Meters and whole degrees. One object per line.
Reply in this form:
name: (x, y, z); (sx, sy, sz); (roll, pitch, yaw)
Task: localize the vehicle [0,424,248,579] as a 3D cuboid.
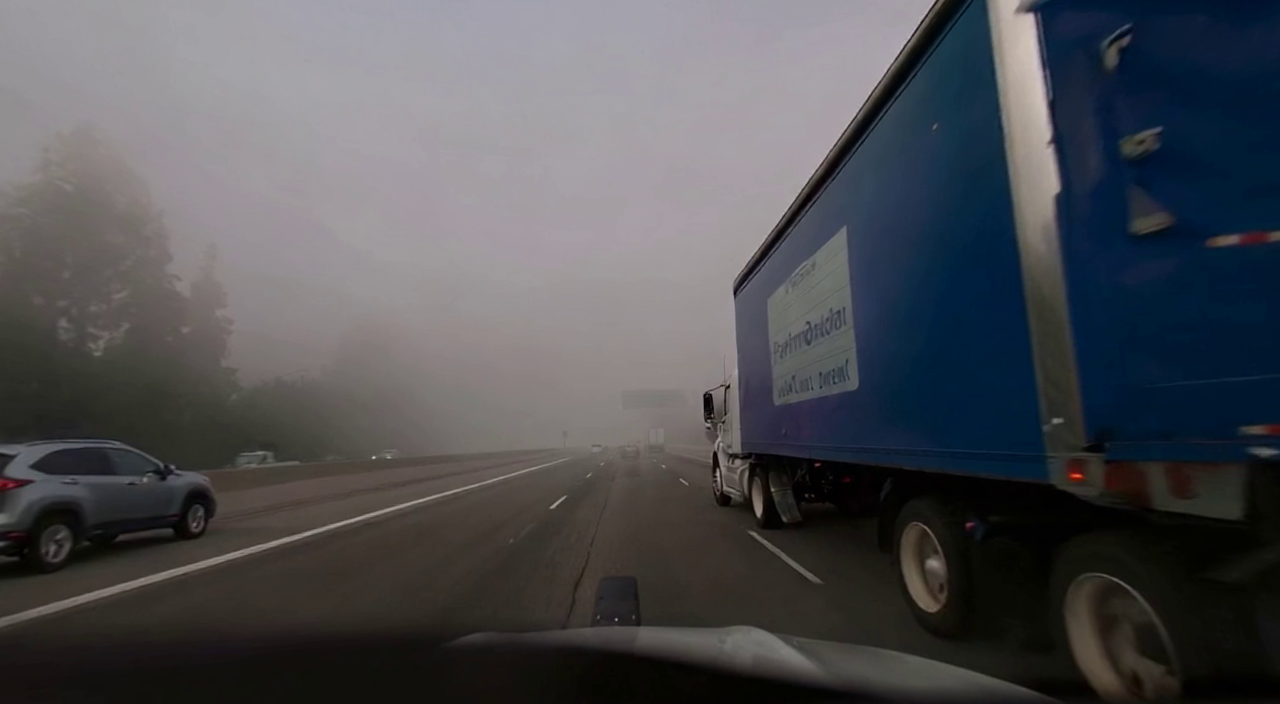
vehicle: (-7.288, 1.712, 7.817); (2.033, 1.494, 4.508); (0, -9, -1)

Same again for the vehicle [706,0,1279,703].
vehicle: (3.110, 0.452, 8.262); (2.985, 3.985, 10.516); (0, -9, -2)
